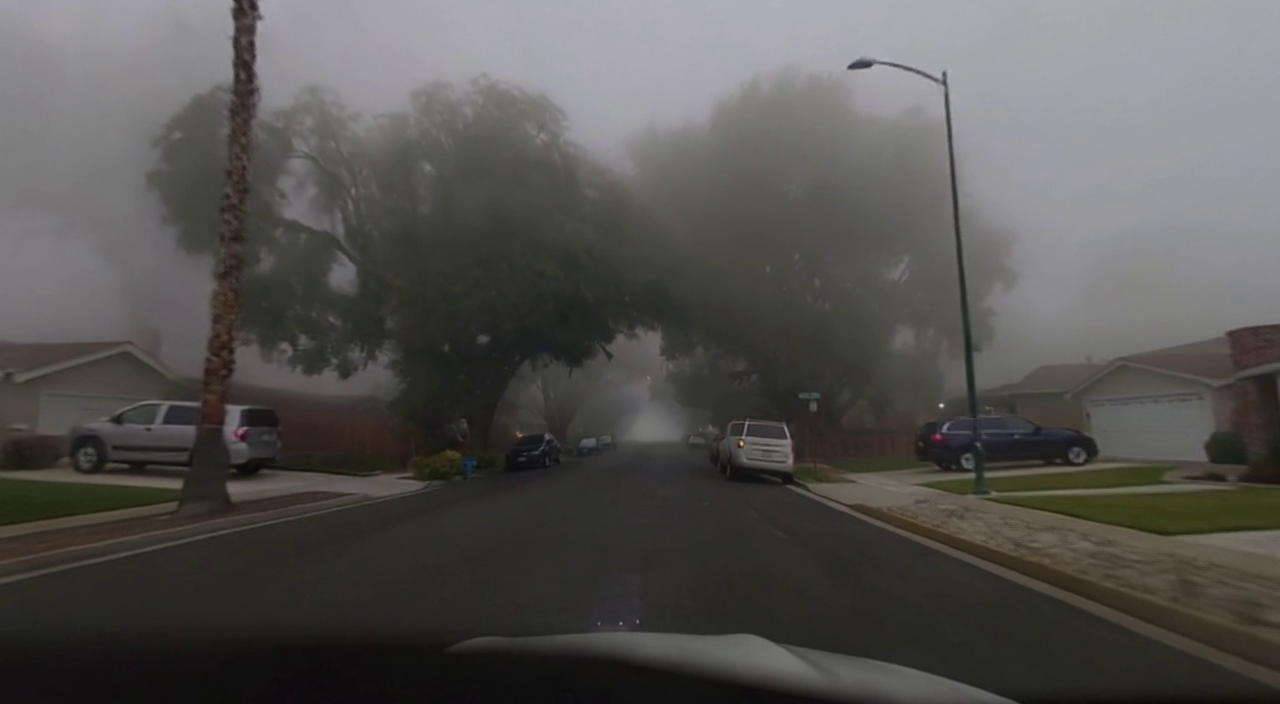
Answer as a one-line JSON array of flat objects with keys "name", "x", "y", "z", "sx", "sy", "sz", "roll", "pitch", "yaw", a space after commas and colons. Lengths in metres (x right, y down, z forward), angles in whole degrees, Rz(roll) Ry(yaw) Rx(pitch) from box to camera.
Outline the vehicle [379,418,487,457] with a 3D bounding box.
[{"name": "vehicle", "x": -11.016, "y": 4.587, "z": 33.935, "sx": 4.991, "sy": 1.947, "sz": 2.329, "roll": 0, "pitch": -8, "yaw": -1}]

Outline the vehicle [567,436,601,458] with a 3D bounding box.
[{"name": "vehicle", "x": -4.052, "y": 6.971, "z": 46.244, "sx": 2.080, "sy": 1.479, "sz": 4.531, "roll": 0, "pitch": -10, "yaw": 0}]

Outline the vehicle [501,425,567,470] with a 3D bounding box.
[{"name": "vehicle", "x": -4.587, "y": 4.185, "z": 28.121, "sx": 2.147, "sy": 1.823, "sz": 4.725, "roll": 0, "pitch": -7, "yaw": 0}]

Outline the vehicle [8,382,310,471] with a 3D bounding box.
[{"name": "vehicle", "x": -11.346, "y": 1.818, "z": 15.300, "sx": 5.340, "sy": 1.948, "sz": 2.398, "roll": 0, "pitch": -8, "yaw": 2}]

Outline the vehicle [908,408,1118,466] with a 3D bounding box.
[{"name": "vehicle", "x": 10.243, "y": 2.371, "z": 17.675, "sx": 4.643, "sy": 1.520, "sz": 1.826, "roll": 0, "pitch": -8, "yaw": 4}]

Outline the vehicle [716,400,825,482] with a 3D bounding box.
[{"name": "vehicle", "x": 3.661, "y": 2.683, "z": 19.061, "sx": 2.184, "sy": 2.038, "sz": 6.212, "roll": 0, "pitch": -8, "yaw": 2}]
